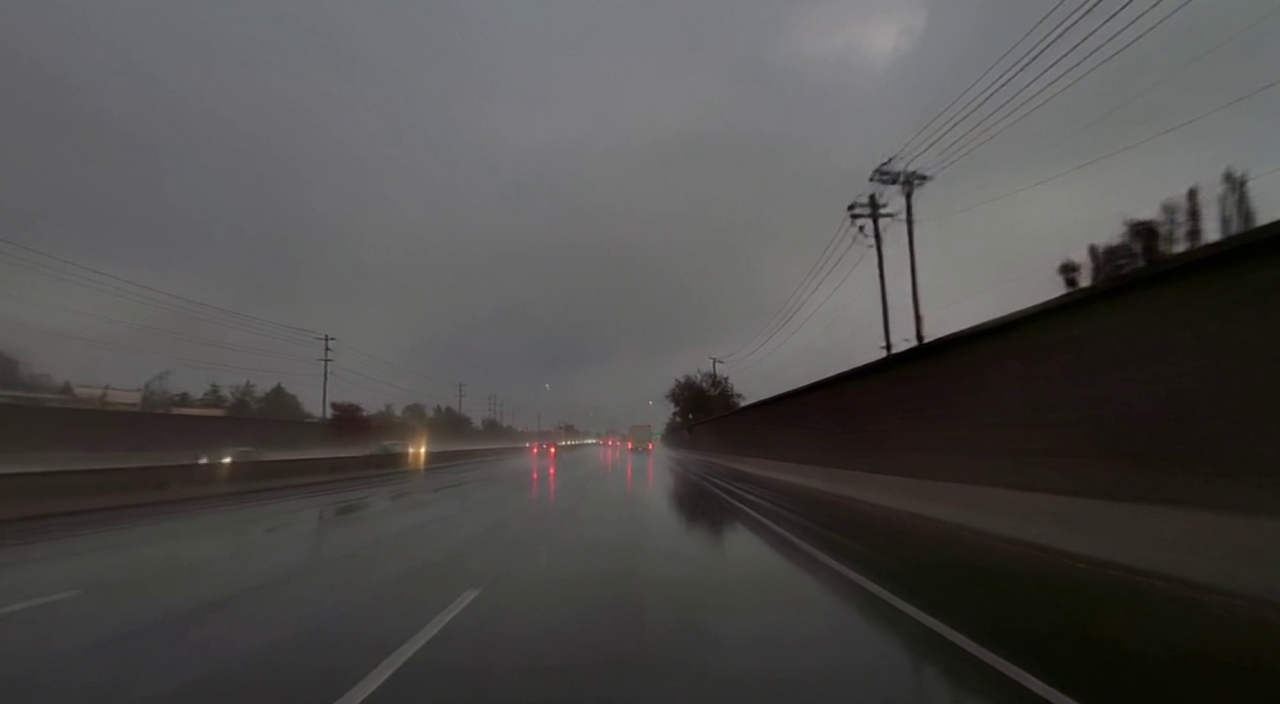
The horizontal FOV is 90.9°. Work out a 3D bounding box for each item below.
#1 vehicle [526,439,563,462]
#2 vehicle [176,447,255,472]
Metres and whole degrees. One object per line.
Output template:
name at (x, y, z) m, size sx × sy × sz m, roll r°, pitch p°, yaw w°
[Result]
vehicle at (-7.225, 7.512, 48.244) m, size 2.064 × 1.642 × 4.389 m, roll 0°, pitch -8°, yaw 1°
vehicle at (-26.690, 6.738, 39.827) m, size 1.803 × 1.470 × 4.582 m, roll 0°, pitch -8°, yaw 0°
